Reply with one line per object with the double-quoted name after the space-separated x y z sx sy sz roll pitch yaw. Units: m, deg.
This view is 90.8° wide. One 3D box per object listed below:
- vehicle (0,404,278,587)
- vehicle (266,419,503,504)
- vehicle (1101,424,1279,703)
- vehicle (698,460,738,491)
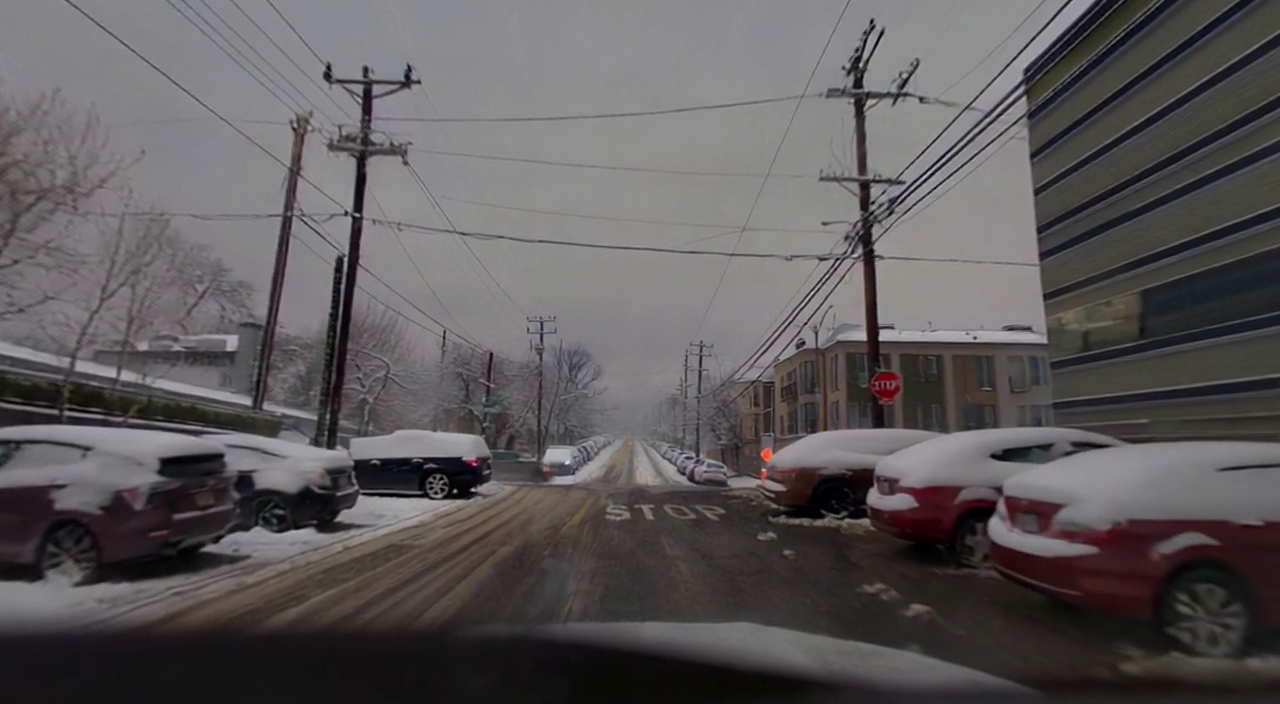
-6.683 1.507 7.033 4.082 1.723 1.896 0 -8 0 "vehicle"
-6.294 2.762 16.071 5.025 1.648 2.055 4 -9 0 "vehicle"
4.672 0.999 2.362 4.318 1.459 1.971 0 -8 0 "vehicle"
5.081 8.100 41.754 2.007 1.804 4.136 0 -8 -2 "vehicle"
